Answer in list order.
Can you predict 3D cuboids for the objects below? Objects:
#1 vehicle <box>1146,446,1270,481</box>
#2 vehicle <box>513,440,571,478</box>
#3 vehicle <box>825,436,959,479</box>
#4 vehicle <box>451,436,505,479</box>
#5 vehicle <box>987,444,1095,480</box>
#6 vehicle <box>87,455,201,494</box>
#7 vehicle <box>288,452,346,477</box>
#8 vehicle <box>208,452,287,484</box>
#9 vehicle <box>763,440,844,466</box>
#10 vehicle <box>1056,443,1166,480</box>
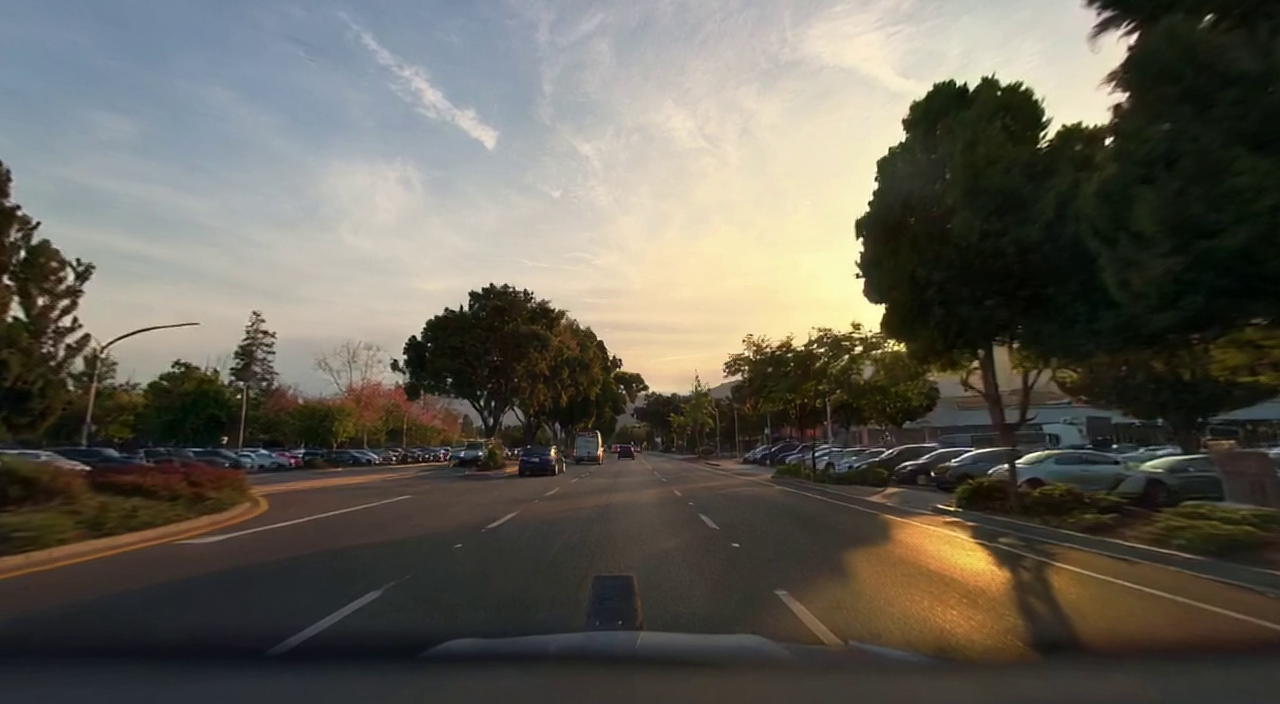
[{"bbox_3d":[26.918,5.330,30.037,1.933,1.489,4.080,-1,-10,-3],"label":"vehicle"},{"bbox_3d":[-4.566,5.063,30.016,2.109,1.672,4.256,0,-9,-1],"label":"vehicle"},{"bbox_3d":[11.843,4.923,29.724,5.519,1.836,2.138,-5,-10,31],"label":"vehicle"},{"bbox_3d":[-8.005,5.133,30.785,2.123,1.864,5.553,2,-9,-18],"label":"vehicle"},{"bbox_3d":[18.753,5.177,29.740,1.937,1.493,4.612,-2,-9,-2],"label":"vehicle"},{"bbox_3d":[-23.439,5.768,30.002,1.848,1.607,4.570,1,-9,-3],"label":"vehicle"},{"bbox_3d":[-23.930,8.324,46.882,1.938,1.691,4.696,0,-9,-2],"label":"vehicle"},{"bbox_3d":[-23.928,7.048,38.611,1.953,1.789,4.591,0,-9,-2],"label":"vehicle"},{"bbox_3d":[11.783,7.286,45.498,5.426,1.811,2.193,-2,-9,15],"label":"vehicle"},{"bbox_3d":[22.006,5.152,29.625,1.914,1.503,4.226,-3,-10,2],"label":"vehicle"}]
